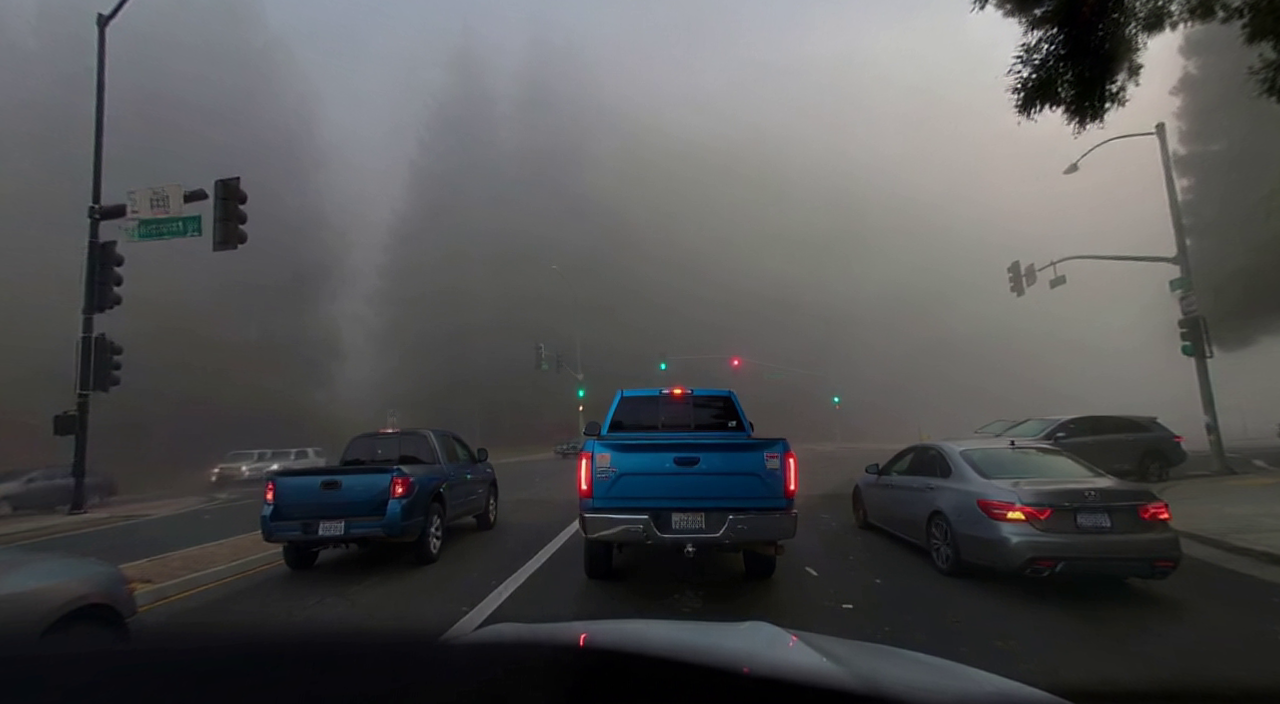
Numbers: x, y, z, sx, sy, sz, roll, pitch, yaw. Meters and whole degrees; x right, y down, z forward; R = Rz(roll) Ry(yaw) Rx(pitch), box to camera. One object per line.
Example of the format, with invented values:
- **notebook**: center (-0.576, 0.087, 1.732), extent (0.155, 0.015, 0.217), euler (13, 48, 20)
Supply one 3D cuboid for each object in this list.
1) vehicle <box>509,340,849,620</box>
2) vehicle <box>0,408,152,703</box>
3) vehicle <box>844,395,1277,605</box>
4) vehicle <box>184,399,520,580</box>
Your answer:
- **vehicle**: center (0.324, 1.284, 7.155), extent (2.505, 2.084, 4.768), euler (0, -8, 1)
- **vehicle**: center (-3.390, 0.707, 0.650), extent (1.998, 1.481, 4.656), euler (0, -8, 1)
- **vehicle**: center (4.040, 1.490, 7.184), extent (1.984, 1.659, 4.226), euler (0, -8, 0)
- **vehicle**: center (-3.288, 1.686, 8.585), extent (2.125, 1.739, 4.707), euler (0, -8, 3)
